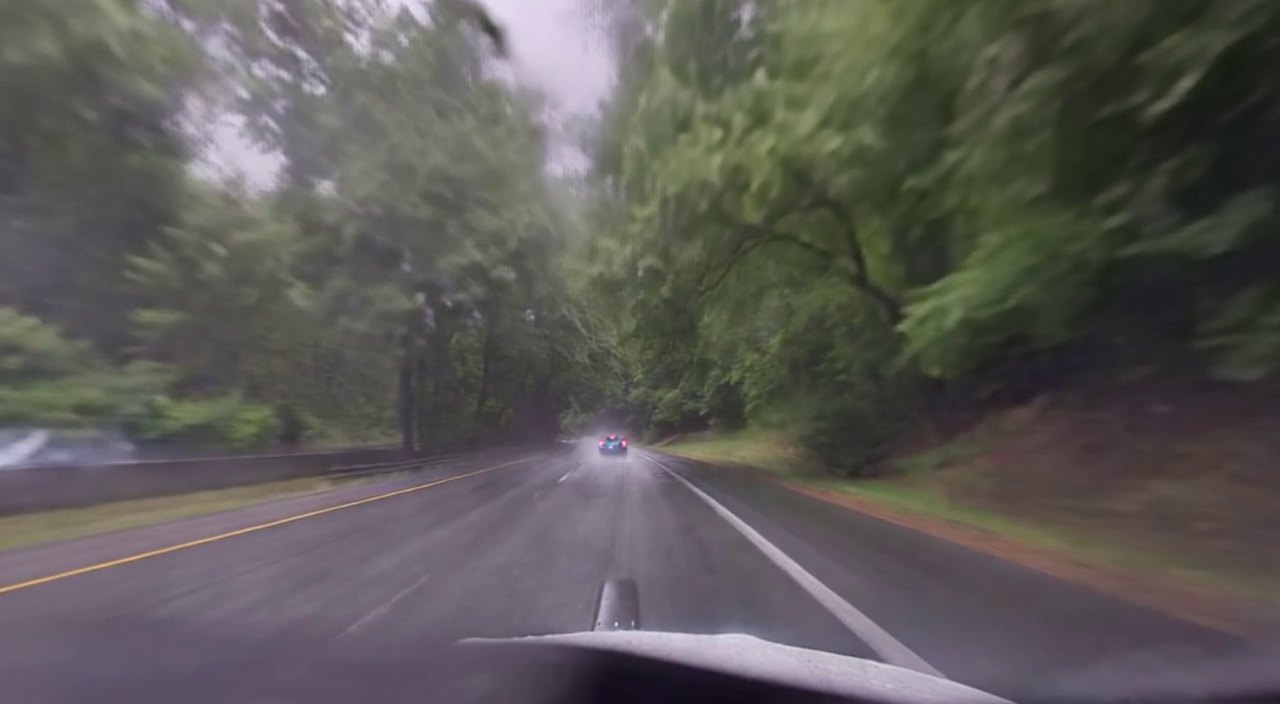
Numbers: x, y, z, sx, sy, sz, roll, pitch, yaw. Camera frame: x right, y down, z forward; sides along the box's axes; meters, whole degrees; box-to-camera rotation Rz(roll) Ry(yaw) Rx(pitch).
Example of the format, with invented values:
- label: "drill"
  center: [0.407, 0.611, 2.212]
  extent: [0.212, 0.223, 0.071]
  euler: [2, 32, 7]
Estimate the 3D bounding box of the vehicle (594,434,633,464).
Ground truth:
- label: "vehicle"
  center: [-1.408, 5.313, 34.602]
  extent: [2.004, 1.515, 3.968]
  euler: [0, -8, -1]
